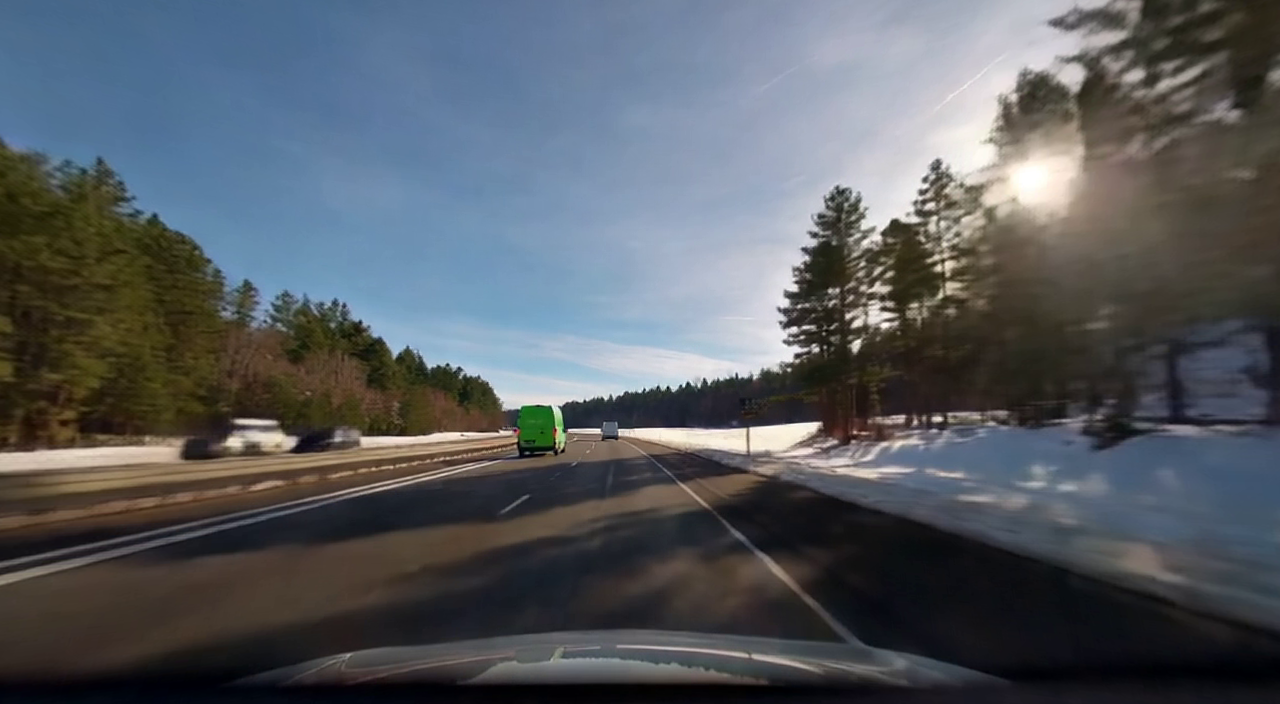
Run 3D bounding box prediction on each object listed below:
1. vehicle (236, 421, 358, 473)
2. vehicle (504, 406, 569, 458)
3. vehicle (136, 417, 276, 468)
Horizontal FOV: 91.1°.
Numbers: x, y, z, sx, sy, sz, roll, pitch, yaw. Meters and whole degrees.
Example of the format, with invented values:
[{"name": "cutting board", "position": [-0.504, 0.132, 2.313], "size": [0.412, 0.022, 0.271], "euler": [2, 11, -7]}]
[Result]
[{"name": "vehicle", "position": [-11.847, 3.298, 22.115], "size": [1.907, 1.590, 4.292], "euler": [1, -8, -1]}, {"name": "vehicle", "position": [-5.300, 4.236, 33.135], "size": [2.561, 2.509, 5.465], "euler": [0, -8, -1]}, {"name": "vehicle", "position": [-15.534, 3.276, 22.869], "size": [1.965, 1.658, 4.405], "euler": [0, -8, -1]}]
